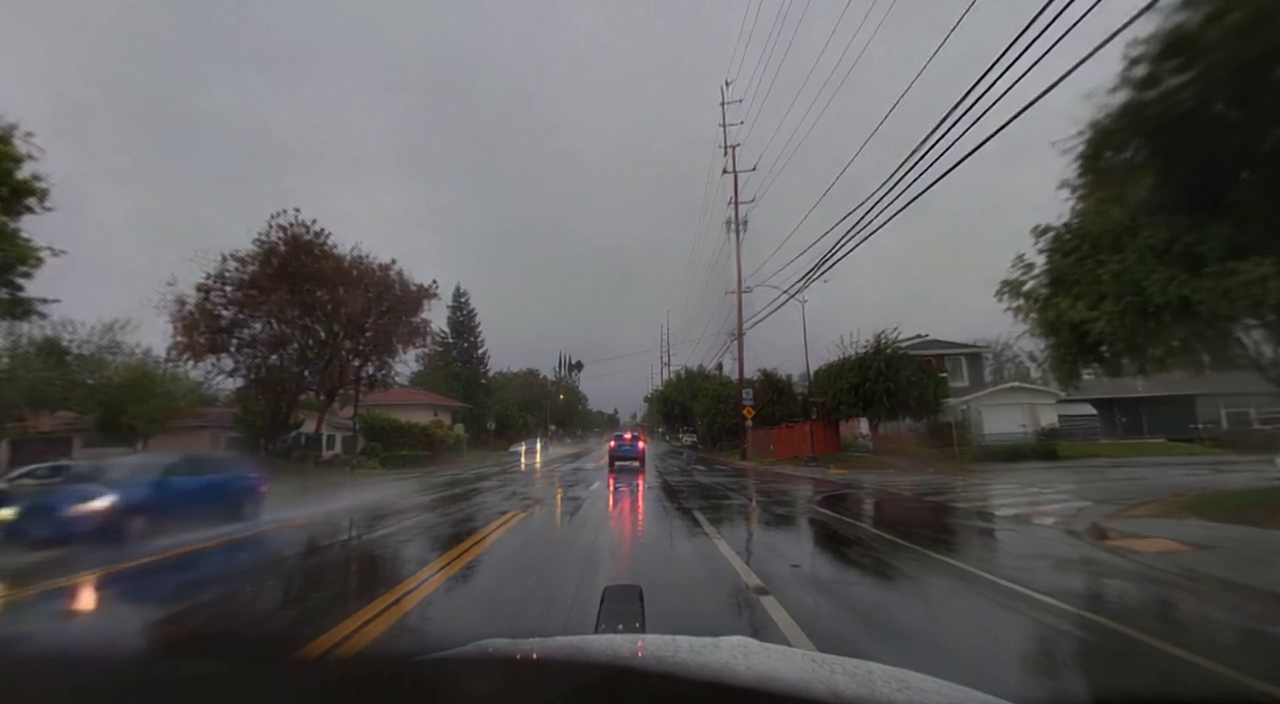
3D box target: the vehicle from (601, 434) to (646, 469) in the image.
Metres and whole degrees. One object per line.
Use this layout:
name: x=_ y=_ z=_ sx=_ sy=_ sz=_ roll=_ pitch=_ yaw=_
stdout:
vehicle: x=-0.695 y=4.426 z=28.162 sx=1.877 sy=1.448 sz=3.830 roll=0 pitch=-8 yaw=0

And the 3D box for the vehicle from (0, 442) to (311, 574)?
vehicle: x=-7.111 y=2.098 z=9.406 sx=2.034 sy=1.464 sz=4.438 roll=0 pitch=-8 yaw=0
